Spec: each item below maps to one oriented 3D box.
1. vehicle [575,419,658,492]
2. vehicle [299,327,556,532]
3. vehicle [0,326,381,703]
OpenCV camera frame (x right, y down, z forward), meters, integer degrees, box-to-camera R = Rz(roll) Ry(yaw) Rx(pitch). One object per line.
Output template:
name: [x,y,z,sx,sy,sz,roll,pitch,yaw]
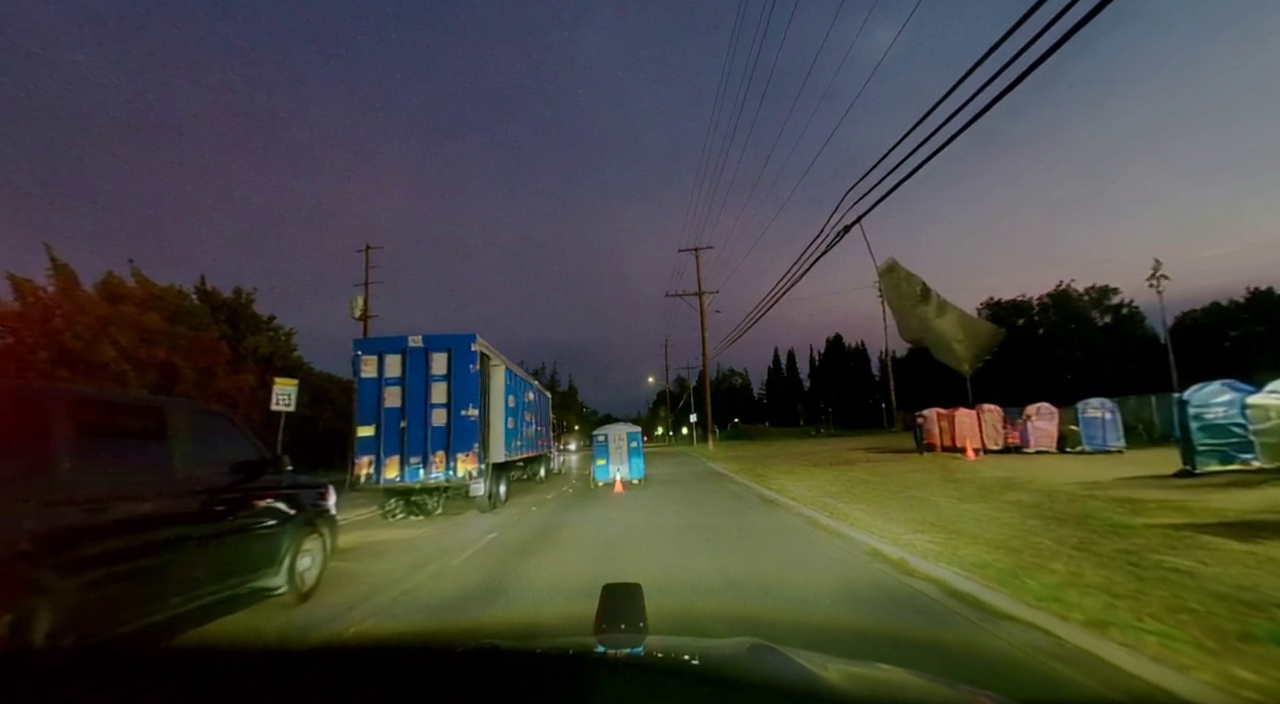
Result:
vehicle: [-0.649,2.982,18.369,2.117,1.861,4.095,0,-8,-1]
vehicle: [-4.067,1.847,14.574,3.120,3.393,7.945,1,-8,0]
vehicle: [-3.492,0.958,3.274,2.187,1.821,4.748,0,-8,1]
